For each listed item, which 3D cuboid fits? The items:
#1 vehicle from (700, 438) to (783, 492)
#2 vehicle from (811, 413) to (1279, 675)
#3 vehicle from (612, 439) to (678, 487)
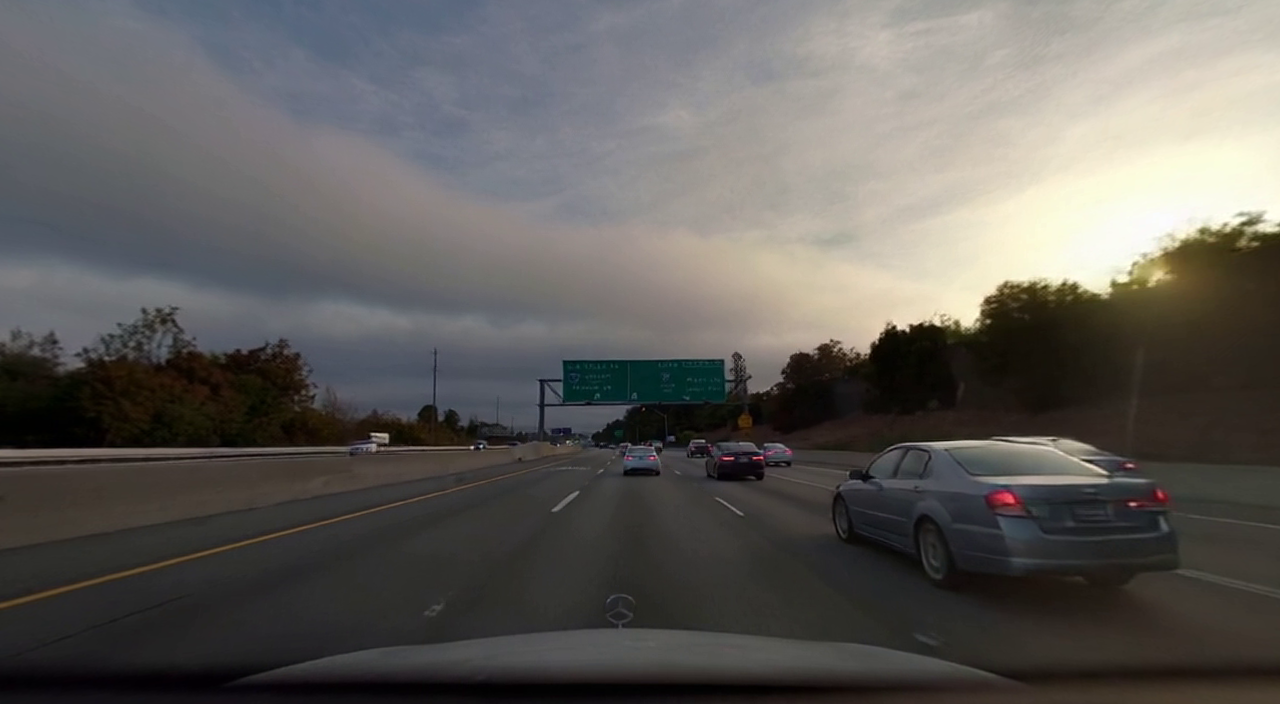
[{"bbox_3d":[3.134,3.582,20.387,1.856,1.517,4.198,0,-9,-2],"label":"vehicle"},{"bbox_3d":[3.345,1.475,6.129,1.993,1.504,4.781,0,-8,0],"label":"vehicle"},{"bbox_3d":[0.112,3.813,21.969,2.098,1.475,3.997,0,-9,-1],"label":"vehicle"}]
